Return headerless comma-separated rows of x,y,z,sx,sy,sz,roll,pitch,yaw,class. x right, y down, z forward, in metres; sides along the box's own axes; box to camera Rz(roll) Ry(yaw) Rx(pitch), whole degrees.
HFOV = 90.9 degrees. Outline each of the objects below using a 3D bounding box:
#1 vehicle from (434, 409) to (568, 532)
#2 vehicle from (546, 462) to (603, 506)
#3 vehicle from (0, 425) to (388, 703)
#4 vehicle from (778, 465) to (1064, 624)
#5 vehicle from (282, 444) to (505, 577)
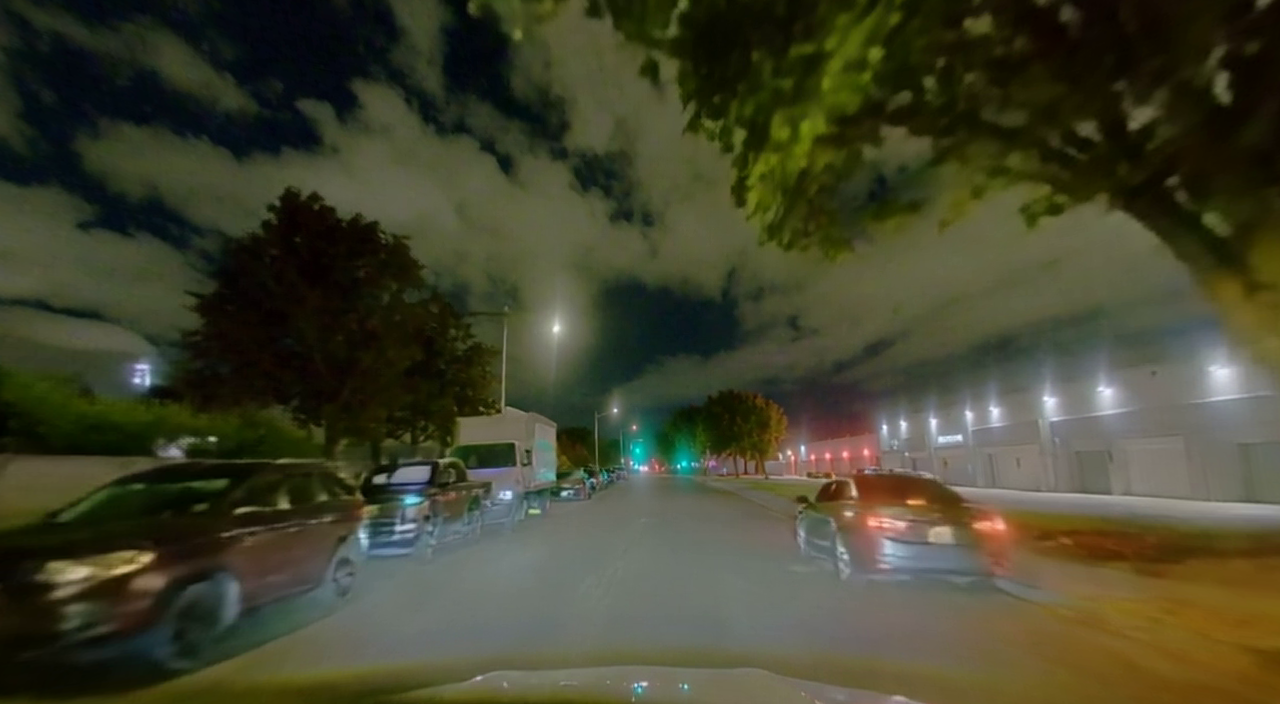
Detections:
-3.428,3.174,16.950,2.242,2.726,5.581,0,-11,0,vehicle
-2.825,5.833,28.169,1.886,1.640,4.311,1,-9,2,vehicle
-3.845,1.559,5.212,1.835,1.625,3.674,0,-11,2,vehicle
3.052,2.181,7.896,1.819,1.446,3.909,0,-11,1,vehicle
-3.732,2.506,10.493,1.917,1.735,4.032,0,-11,2,vehicle
